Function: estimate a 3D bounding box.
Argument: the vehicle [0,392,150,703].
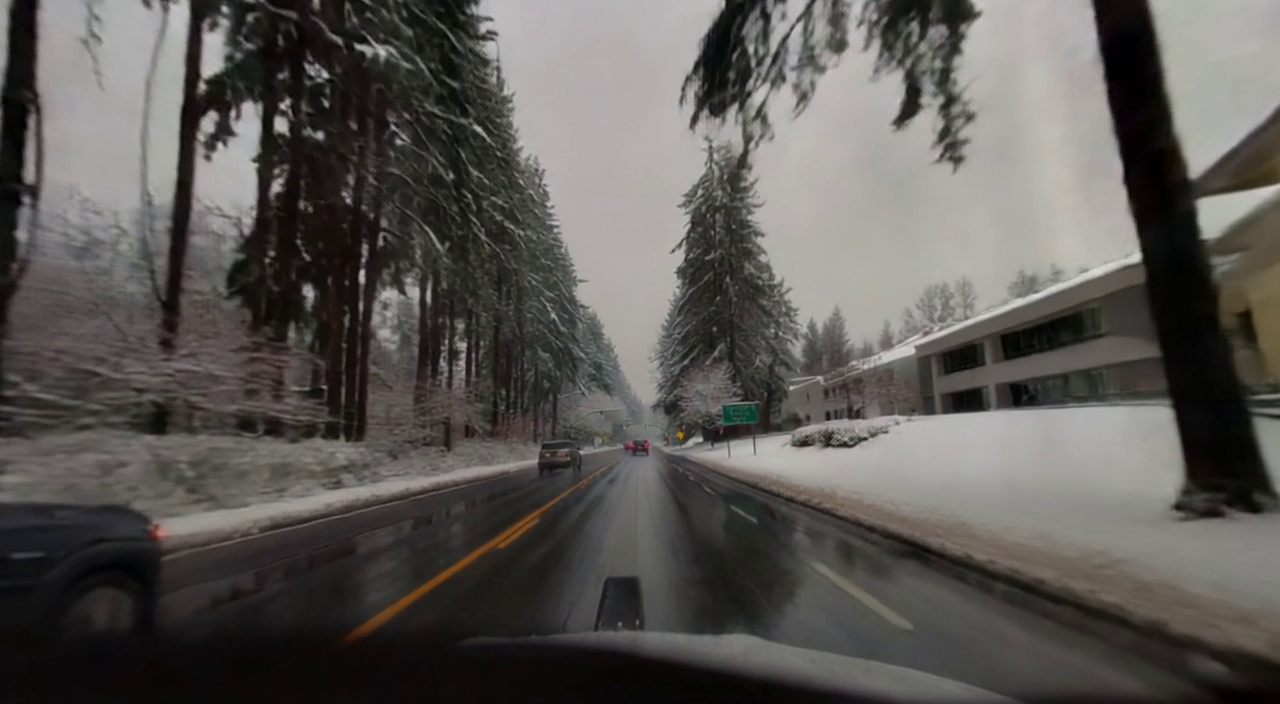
[{"bbox_3d":[-3.465,0.687,0.989,1.862,1.478,4.369,0,-8,0],"label":"vehicle"}]

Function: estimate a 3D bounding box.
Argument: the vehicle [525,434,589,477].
[{"bbox_3d":[-3.253,4.144,25.486,1.942,1.588,4.172,0,-8,1],"label":"vehicle"}]
